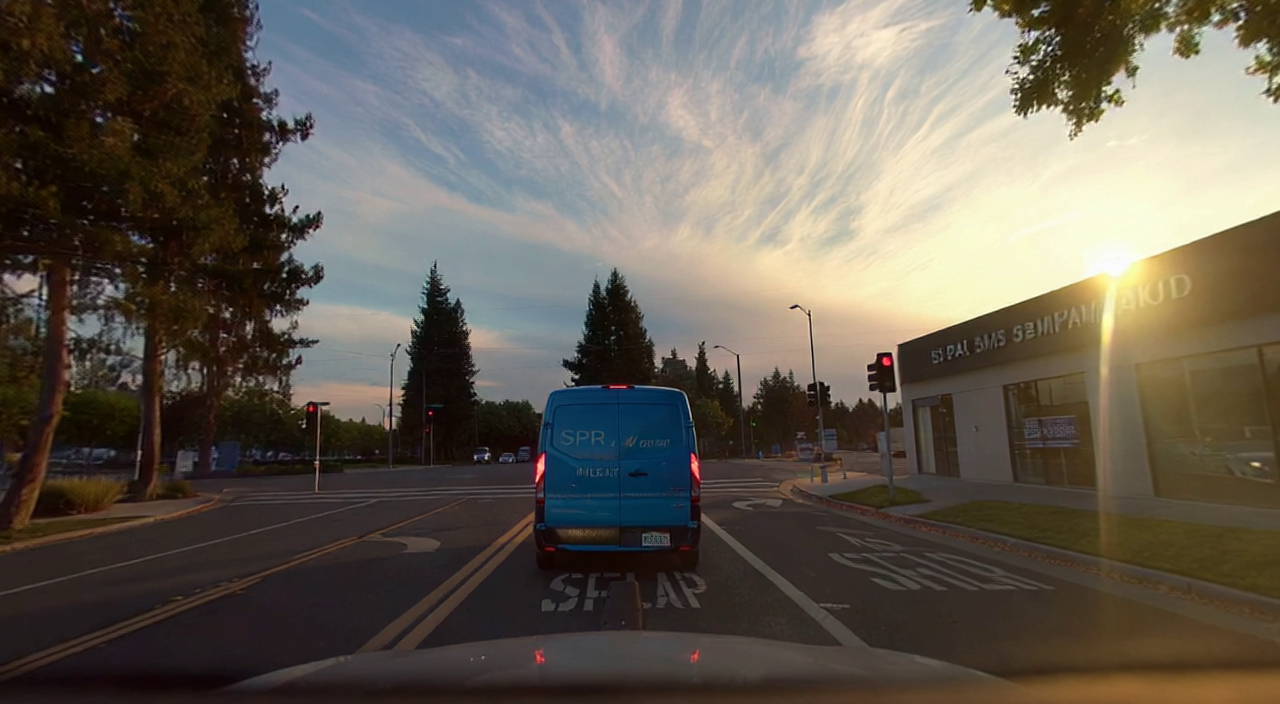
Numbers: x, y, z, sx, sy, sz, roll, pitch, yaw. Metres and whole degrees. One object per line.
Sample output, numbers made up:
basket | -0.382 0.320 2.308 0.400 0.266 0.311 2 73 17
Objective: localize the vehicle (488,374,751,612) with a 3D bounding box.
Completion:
vehicle | -0.296 1.467 7.294 2.181 1.949 3.932 1 -9 -4
